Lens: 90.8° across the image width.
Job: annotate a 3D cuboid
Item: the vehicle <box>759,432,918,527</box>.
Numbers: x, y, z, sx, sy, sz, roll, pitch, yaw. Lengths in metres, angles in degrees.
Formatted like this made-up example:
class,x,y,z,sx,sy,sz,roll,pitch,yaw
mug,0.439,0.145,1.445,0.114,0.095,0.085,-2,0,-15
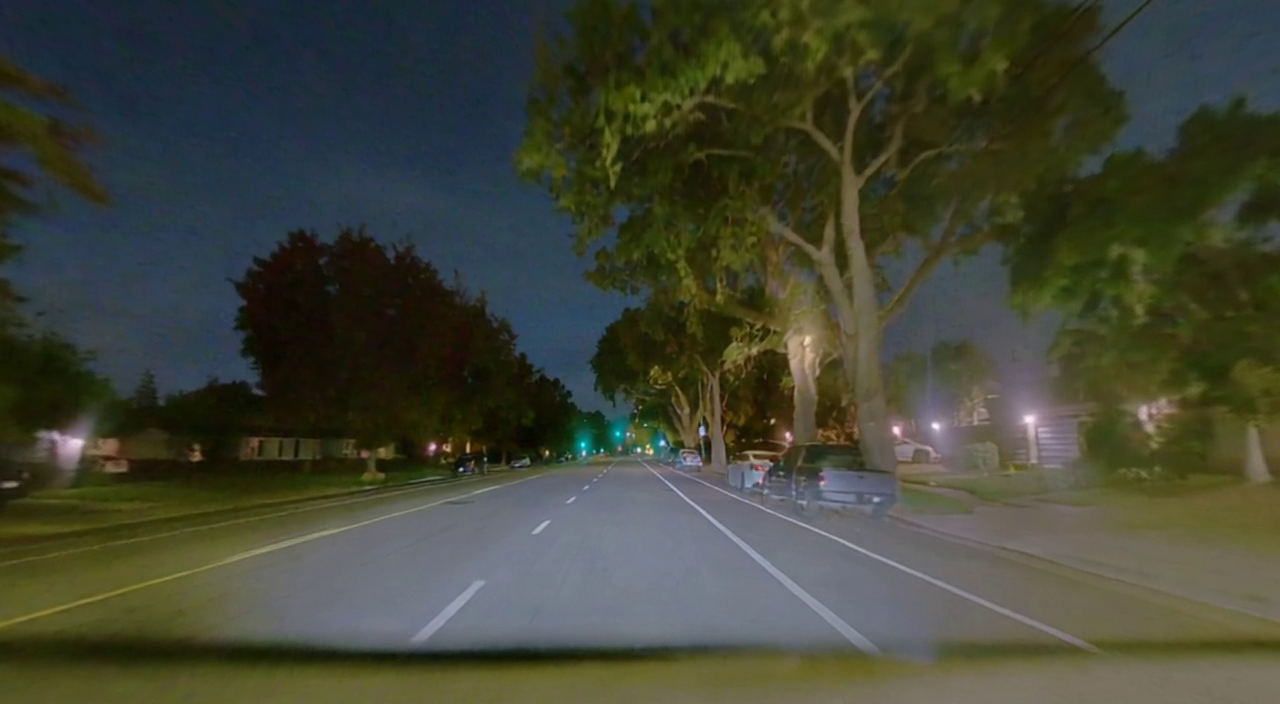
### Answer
class,x,y,z,sx,sy,sz,roll,pitch,yaw
vehicle,4.062,2.685,13.844,1.915,1.715,4.451,0,-9,-1

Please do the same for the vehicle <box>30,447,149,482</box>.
class,x,y,z,sx,sy,sz,roll,pitch,yaw
vehicle,-29.259,5.977,33.695,4.330,1.760,2.044,0,-9,-1

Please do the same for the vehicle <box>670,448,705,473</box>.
class,x,y,z,sx,sy,sz,roll,pitch,yaw
vehicle,3.330,7.696,45.042,2.007,1.657,4.362,0,-9,-2

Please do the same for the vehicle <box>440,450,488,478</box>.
class,x,y,z,sx,sy,sz,roll,pitch,yaw
vehicle,-11.616,7.411,42.023,2.091,1.717,4.392,0,-9,-3
